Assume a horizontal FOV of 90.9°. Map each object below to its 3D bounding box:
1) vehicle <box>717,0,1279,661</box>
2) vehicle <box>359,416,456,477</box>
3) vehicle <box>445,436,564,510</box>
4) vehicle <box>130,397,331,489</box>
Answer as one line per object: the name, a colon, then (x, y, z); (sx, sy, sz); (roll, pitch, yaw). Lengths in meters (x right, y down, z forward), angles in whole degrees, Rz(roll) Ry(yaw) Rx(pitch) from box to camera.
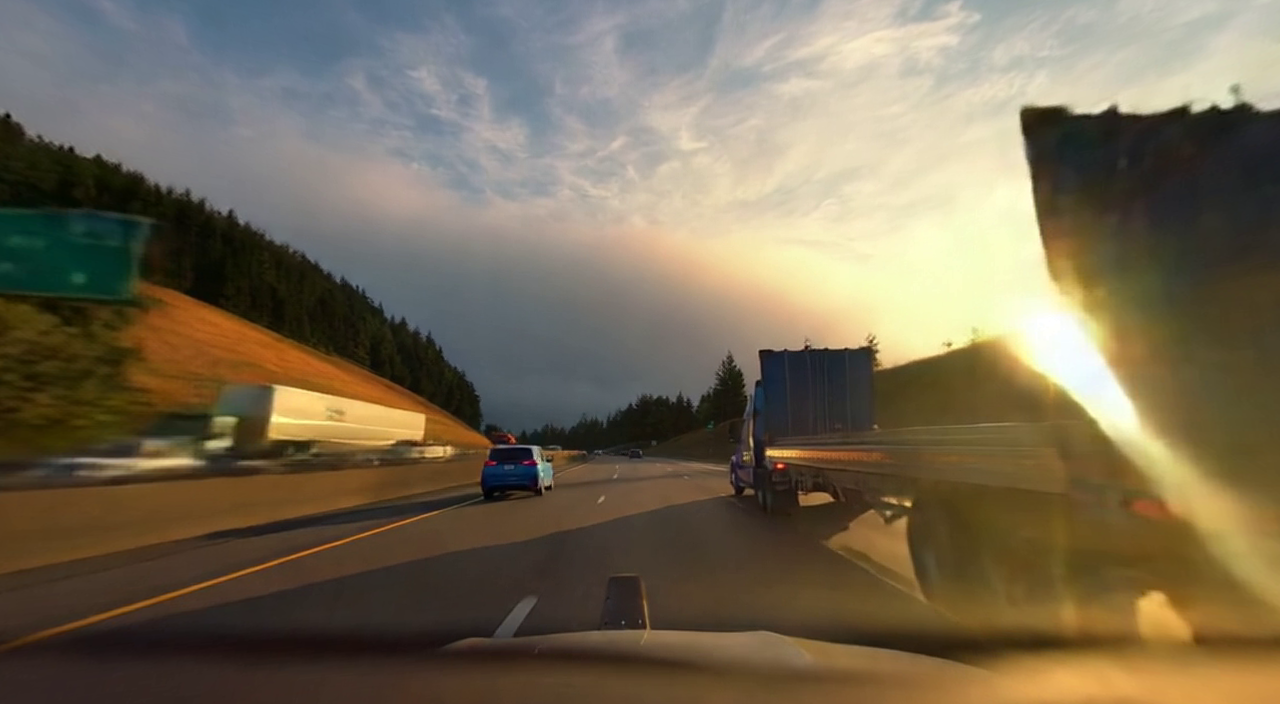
vehicle: (4.436, 1.008, 12.474); (3.532, 4.201, 17.611); (0, -9, 0)
vehicle: (-11.427, 4.768, 31.678); (2.328, 2.714, 6.655); (0, -9, 0)
vehicle: (-3.340, 3.093, 16.505); (2.115, 1.670, 4.261); (0, -9, 1)
vehicle: (-15.027, 3.521, 24.068); (2.643, 2.931, 7.342); (0, -9, 1)
